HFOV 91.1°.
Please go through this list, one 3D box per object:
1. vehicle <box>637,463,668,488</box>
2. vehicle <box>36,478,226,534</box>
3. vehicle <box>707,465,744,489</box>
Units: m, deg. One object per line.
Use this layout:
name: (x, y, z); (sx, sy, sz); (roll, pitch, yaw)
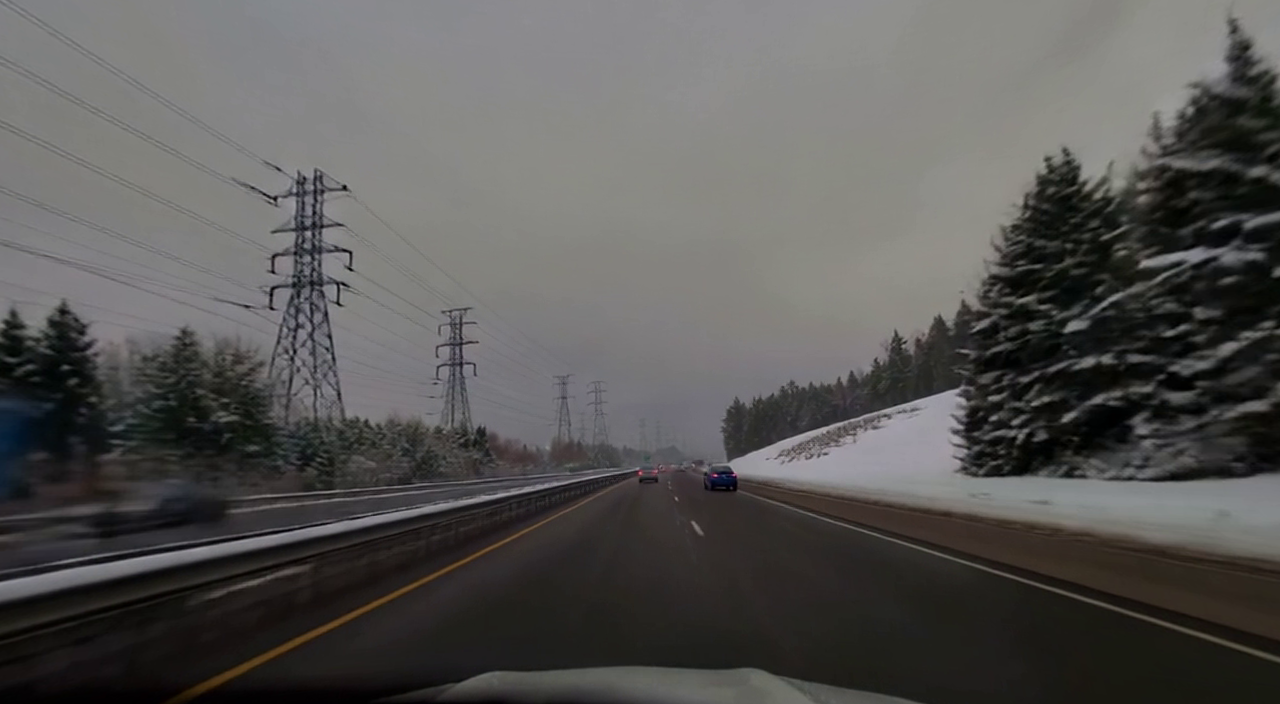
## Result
vehicle: (0.843, 8.783, 44.798); (2.038, 1.596, 4.246); (1, -10, 0)
vehicle: (-16.102, 4.855, 20.286); (1.872, 1.470, 4.603); (-1, -10, 8)
vehicle: (5.883, 8.639, 43.503); (1.985, 1.521, 3.904); (1, -10, -1)
